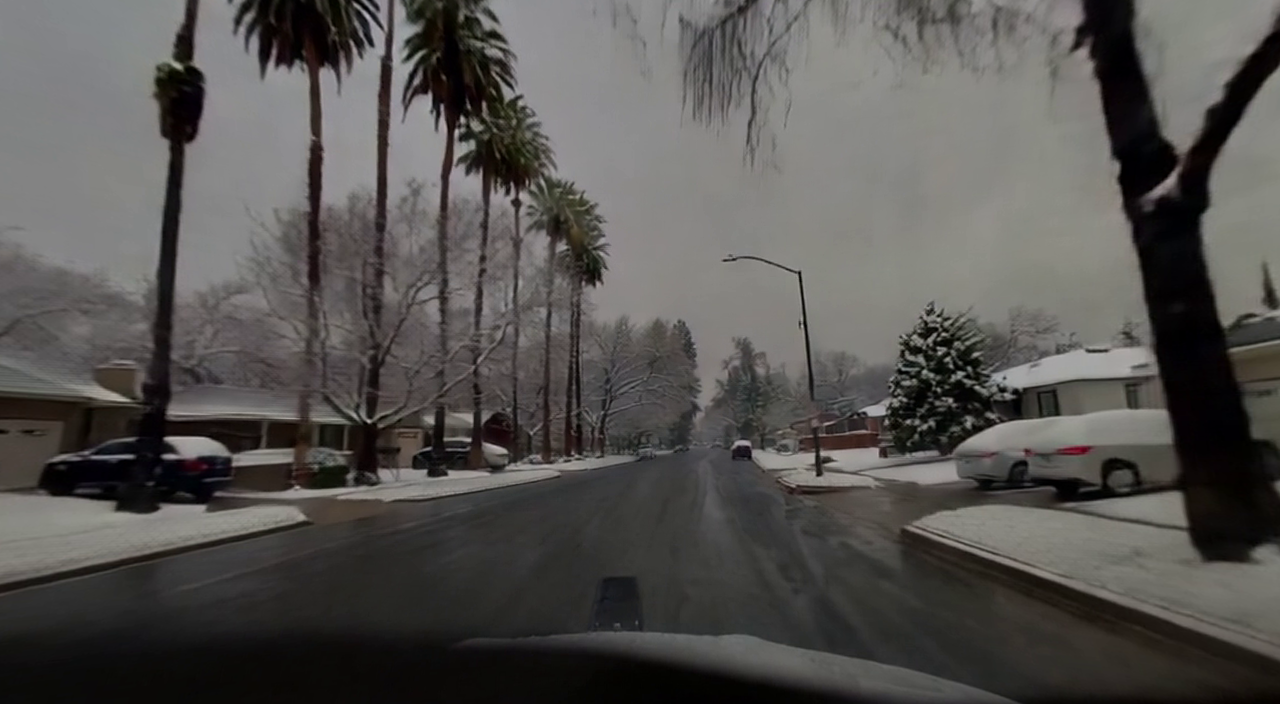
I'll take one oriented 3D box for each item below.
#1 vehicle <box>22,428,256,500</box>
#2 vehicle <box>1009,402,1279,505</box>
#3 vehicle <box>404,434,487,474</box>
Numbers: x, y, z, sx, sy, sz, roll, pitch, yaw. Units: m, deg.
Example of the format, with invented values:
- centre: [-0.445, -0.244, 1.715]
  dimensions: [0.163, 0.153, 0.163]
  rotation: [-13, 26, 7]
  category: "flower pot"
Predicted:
- centre: [-13.401, 2.977, 16.970]
  dimensions: [5.015, 1.746, 1.968]
  rotation: [-2, -9, 10]
  category: "vehicle"
- centre: [10.721, 2.045, 12.844]
  dimensions: [5.050, 1.896, 2.041]
  rotation: [0, -9, -2]
  category: "vehicle"
- centre: [-10.980, 5.804, 35.740]
  dimensions: [3.918, 1.719, 1.988]
  rotation: [-3, -21, 3]
  category: "vehicle"
